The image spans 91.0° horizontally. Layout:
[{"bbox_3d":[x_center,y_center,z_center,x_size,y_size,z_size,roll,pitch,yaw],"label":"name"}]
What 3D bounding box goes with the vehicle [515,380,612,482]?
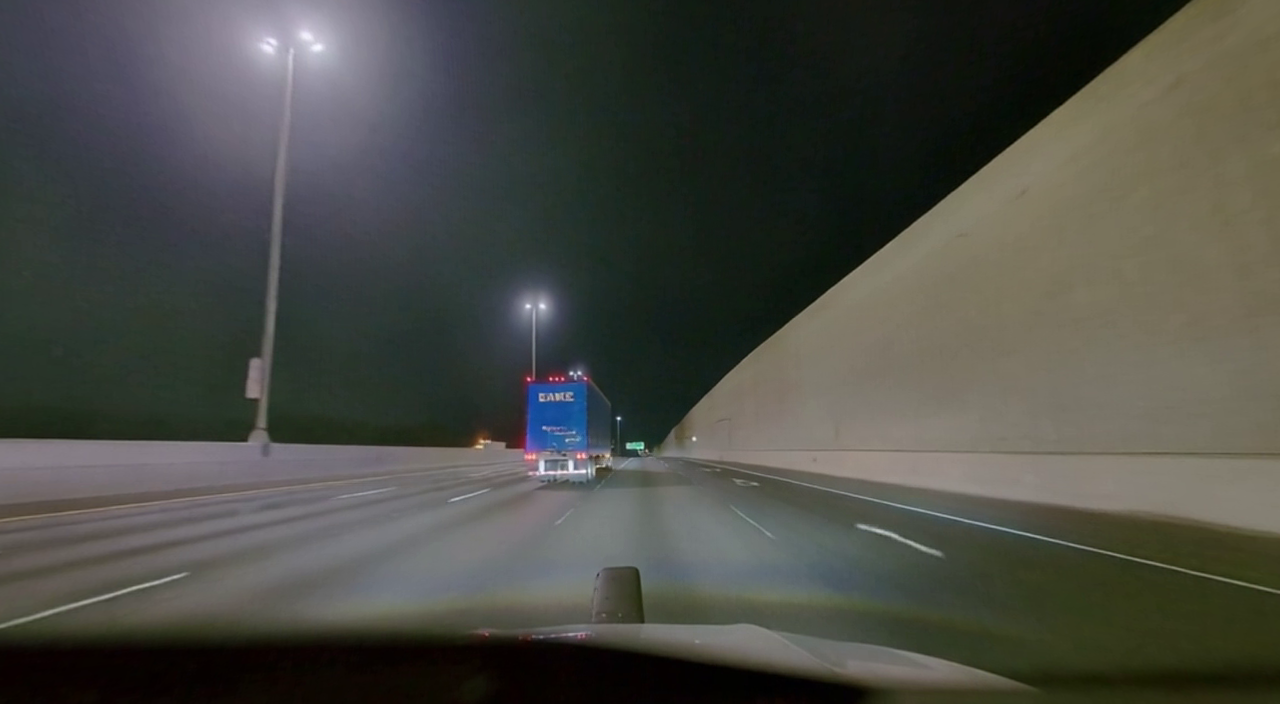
[{"bbox_3d":[-3.208,3.889,29.949,3.059,3.956,11.036,0,-9,1],"label":"vehicle"}]
